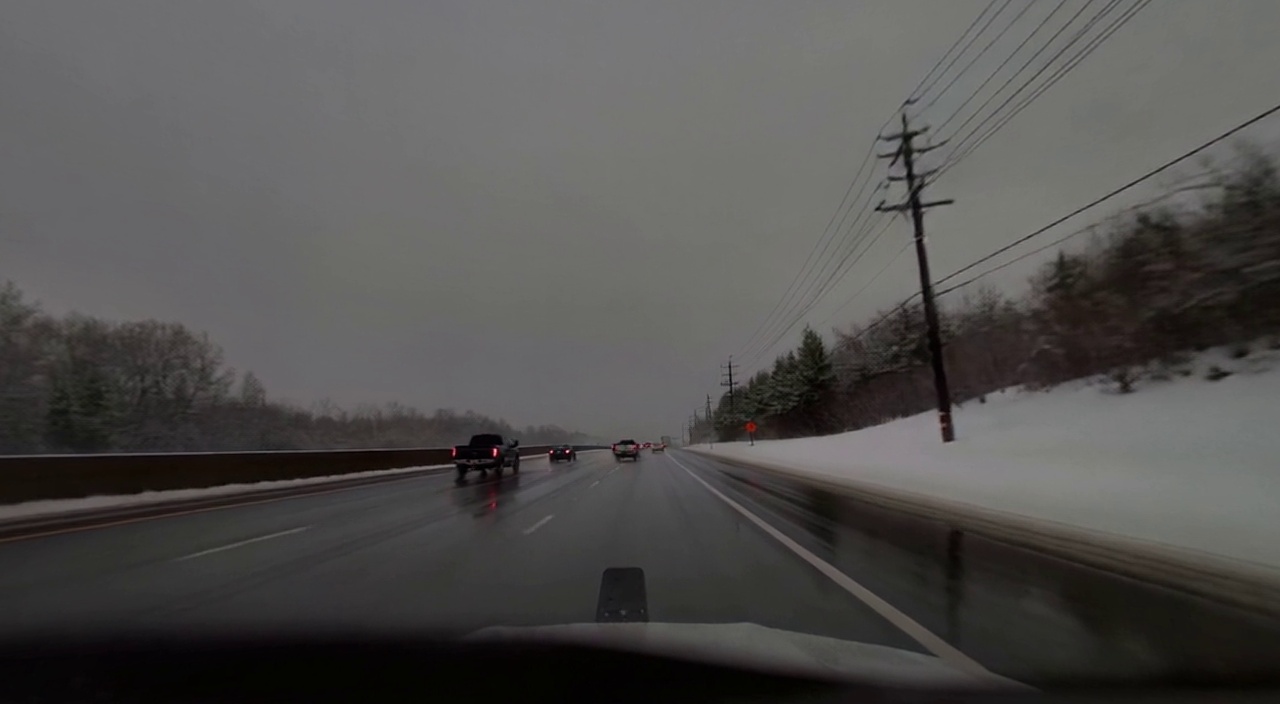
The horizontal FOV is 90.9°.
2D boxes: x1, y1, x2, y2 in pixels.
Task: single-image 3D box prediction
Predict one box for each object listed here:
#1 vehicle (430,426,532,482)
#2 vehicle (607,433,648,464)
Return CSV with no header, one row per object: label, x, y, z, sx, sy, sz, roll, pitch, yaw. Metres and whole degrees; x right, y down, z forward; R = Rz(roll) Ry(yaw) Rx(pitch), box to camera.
vehicle,-6.317,4.167,26.131,2.460,1.992,6.474,0,-8,1
vehicle,-0.801,6.655,43.575,2.448,2.025,5.193,-1,-8,3
